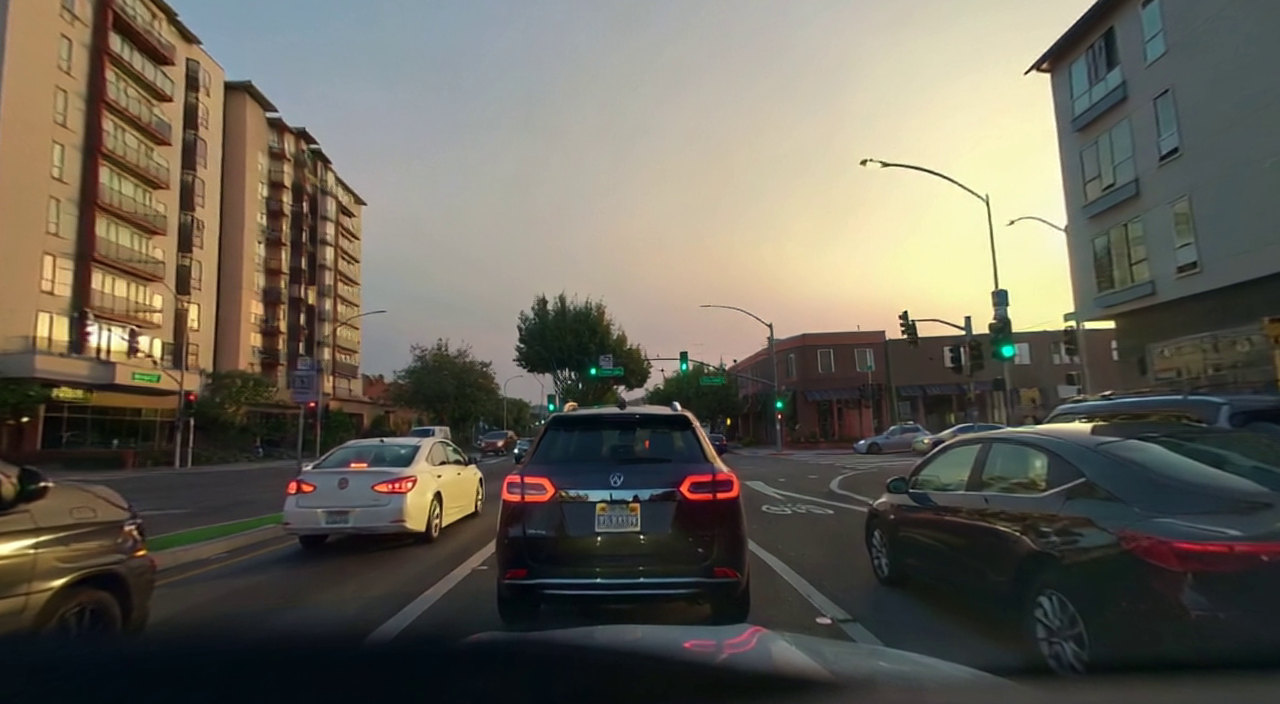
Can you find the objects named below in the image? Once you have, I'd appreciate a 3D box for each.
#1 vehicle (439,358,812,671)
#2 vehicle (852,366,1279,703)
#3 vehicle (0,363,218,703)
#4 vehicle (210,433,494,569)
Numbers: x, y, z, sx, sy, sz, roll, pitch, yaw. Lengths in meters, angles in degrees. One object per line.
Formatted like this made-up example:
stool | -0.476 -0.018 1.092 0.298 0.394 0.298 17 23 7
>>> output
vehicle | -0.105 1.348 6.509 2.206 1.858 5.332 0 -8 0
vehicle | 3.181 1.149 4.342 1.906 1.608 4.137 0 -8 -1
vehicle | -3.822 0.722 1.500 2.126 1.693 5.289 0 -8 -2
vehicle | -3.794 2.025 9.513 2.055 1.488 4.733 0 -8 0
